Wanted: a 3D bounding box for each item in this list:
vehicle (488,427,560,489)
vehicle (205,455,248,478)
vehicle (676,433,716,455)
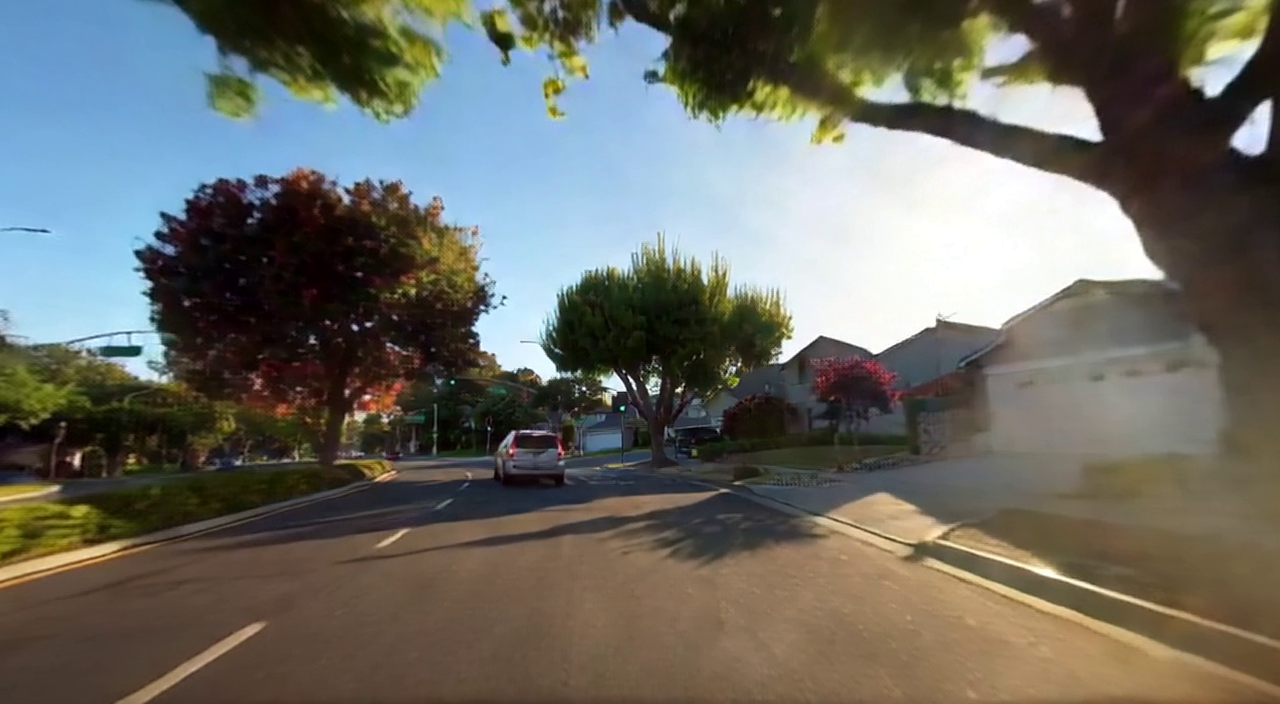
[{"bbox_3d":[-3.755,3.323,20.069,1.990,1.707,4.225,2,-9,-12],"label":"vehicle"},{"bbox_3d":[-31.947,8.826,48.904,1.943,1.677,4.176,4,-9,-23],"label":"vehicle"},{"bbox_3d":[3.943,6.563,45.081,1.911,1.516,4.251,1,-9,-8],"label":"vehicle"}]
